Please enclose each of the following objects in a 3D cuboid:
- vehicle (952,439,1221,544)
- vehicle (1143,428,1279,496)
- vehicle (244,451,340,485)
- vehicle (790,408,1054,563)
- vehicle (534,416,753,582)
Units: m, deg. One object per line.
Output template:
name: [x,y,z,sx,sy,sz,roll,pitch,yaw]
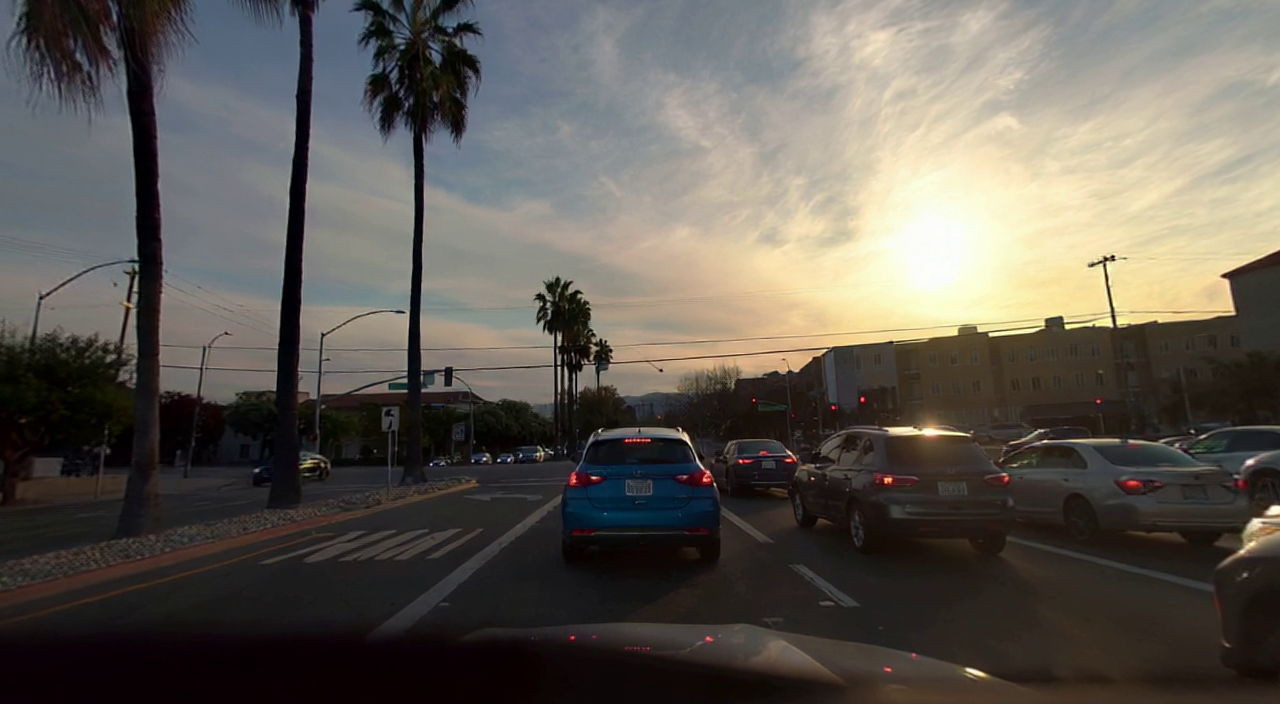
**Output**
vehicle: [7.370,2.298,11.056,1.832,1.477,3.981,0,-9,2]
vehicle: [18.062,3.201,18.486,4.786,1.848,2.107,0,-9,-1]
vehicle: [-16.341,5.452,29.978,2.021,1.464,4.505,0,-9,-1]
vehicle: [3.669,1.815,9.247,1.947,1.725,4.159,0,-9,0]
vehicle: [0.027,1.711,8.117,2.083,1.572,4.021,0,-9,0]
